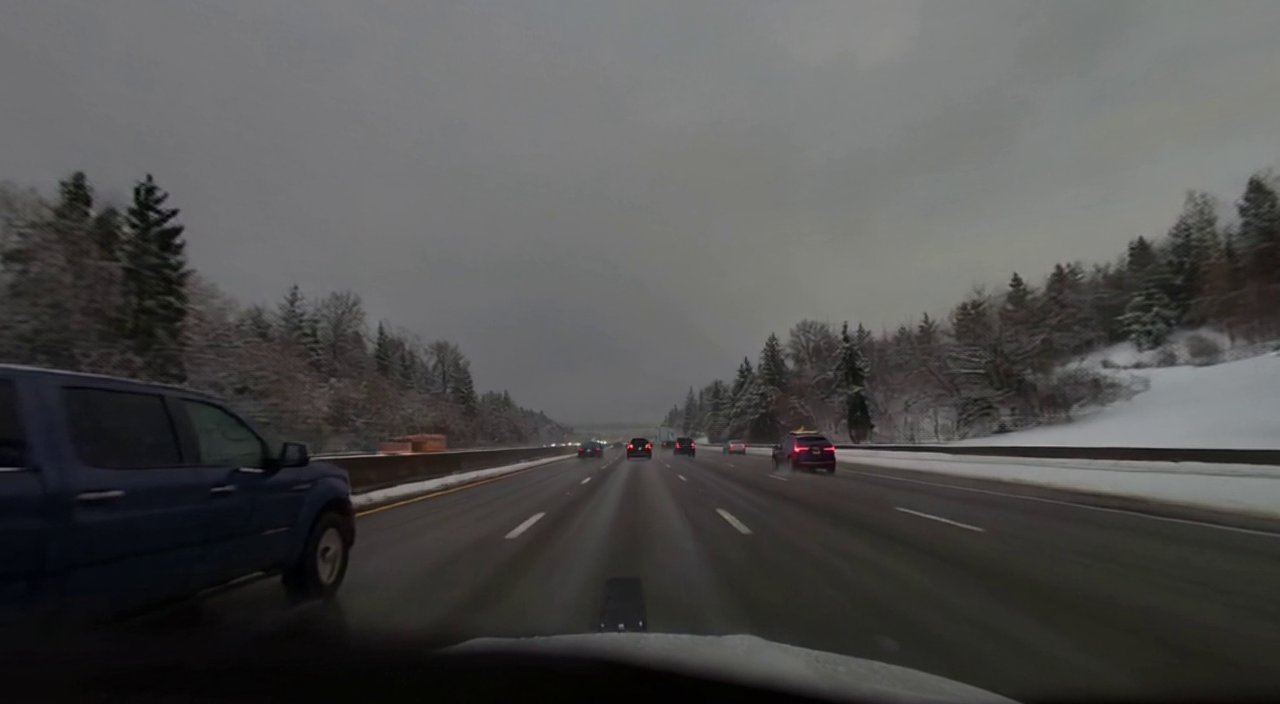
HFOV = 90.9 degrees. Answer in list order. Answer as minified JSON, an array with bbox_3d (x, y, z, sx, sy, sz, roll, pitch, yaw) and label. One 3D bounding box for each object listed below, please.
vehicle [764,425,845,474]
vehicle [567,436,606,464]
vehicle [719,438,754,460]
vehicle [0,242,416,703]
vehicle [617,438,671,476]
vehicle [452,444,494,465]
[{"bbox_3d":[6.982,4.209,27.384,2.094,1.916,5.099,0,-8,-1],"label":"vehicle"},{"bbox_3d":[-3.406,6.355,41.088,2.140,1.720,4.410,0,-8,1],"label":"vehicle"},{"bbox_3d":[7.138,7.227,46.988,1.894,1.511,4.148,0,-8,-1],"label":"vehicle"},{"bbox_3d":[-3.398,0.737,2.893,2.487,1.979,5.742,0,-8,2],"label":"vehicle"},{"bbox_3d":[0.158,4.369,26.555,2.071,1.464,4.162,0,-8,0],"label":"vehicle"},{"bbox_3d":[-13.004,7.974,49.291,2.005,1.566,4.439,0,-8,1],"label":"vehicle"}]
